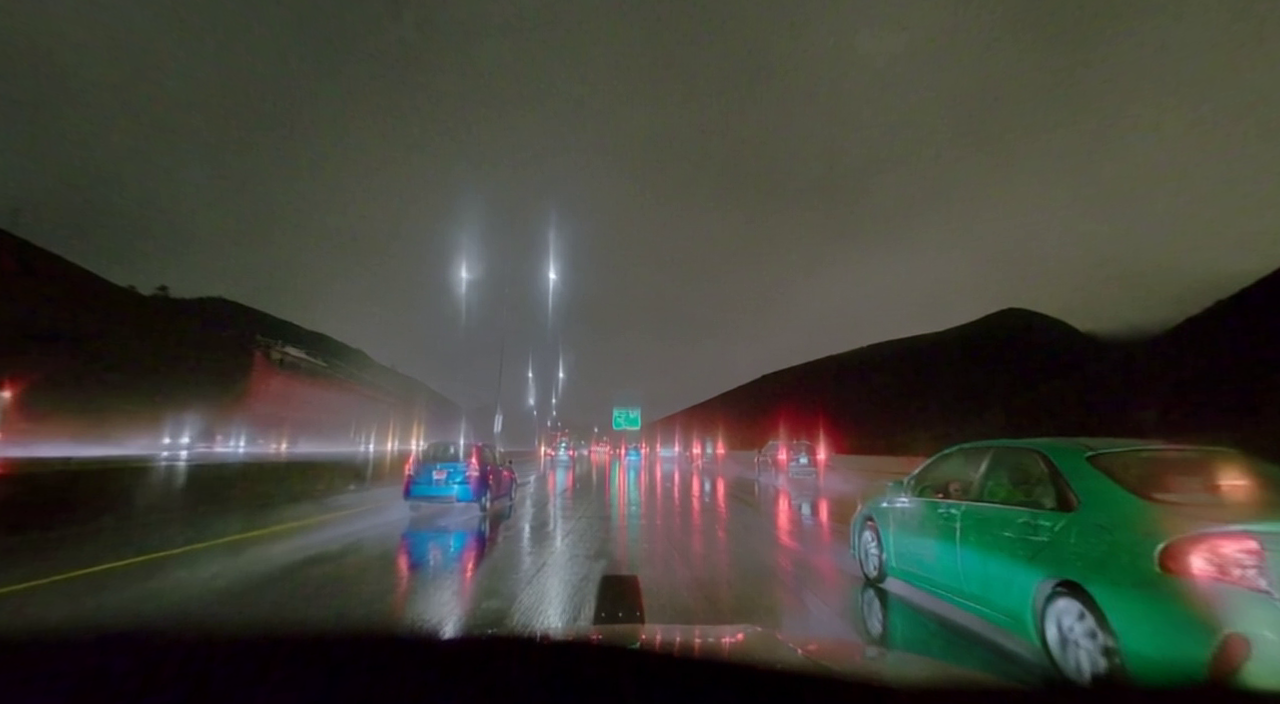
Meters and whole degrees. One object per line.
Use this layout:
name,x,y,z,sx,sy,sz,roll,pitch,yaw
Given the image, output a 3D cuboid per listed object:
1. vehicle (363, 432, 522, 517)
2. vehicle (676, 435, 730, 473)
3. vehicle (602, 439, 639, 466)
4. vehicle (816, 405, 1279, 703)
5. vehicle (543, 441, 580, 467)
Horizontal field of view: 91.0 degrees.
vehicle,-3.975,2.528,13.537,1.993,1.500,4.248,0,-9,0
vehicle,3.198,5.325,33.100,2.222,1.820,4.733,1,-9,-1
vehicle,-1.183,6.250,39.246,2.147,1.572,4.094,0,-9,-1
vehicle,3.100,1.325,4.851,2.136,1.511,4.706,0,-9,0
vehicle,-4.758,6.203,38.426,1.796,1.464,3.839,0,-9,-1
